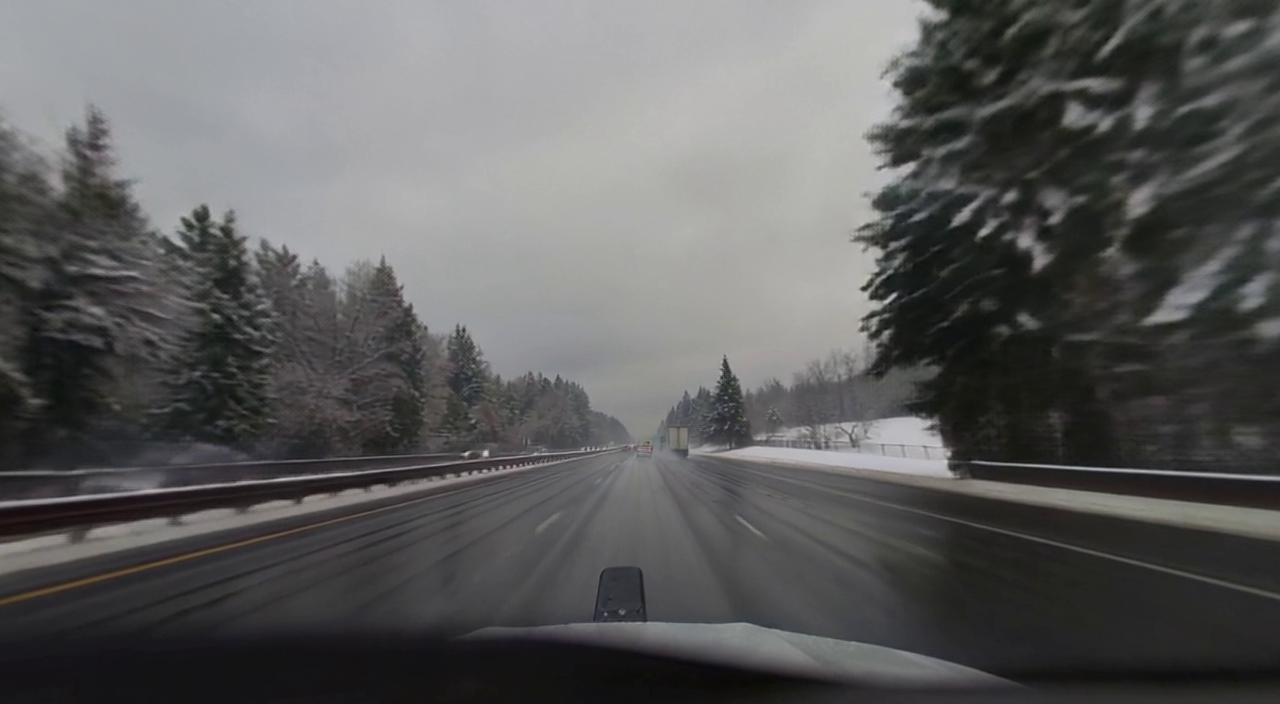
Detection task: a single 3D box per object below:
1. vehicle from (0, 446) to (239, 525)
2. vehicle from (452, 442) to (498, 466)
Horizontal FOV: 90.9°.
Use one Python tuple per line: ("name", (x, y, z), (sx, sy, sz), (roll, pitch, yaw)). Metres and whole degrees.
("vehicle", (-11.497, 2.881, 14.192), (1.962, 1.480, 4.417), (0, -9, 1))
("vehicle", (-11.676, 7.290, 44.922), (1.960, 1.597, 4.606), (0, -9, 1))
